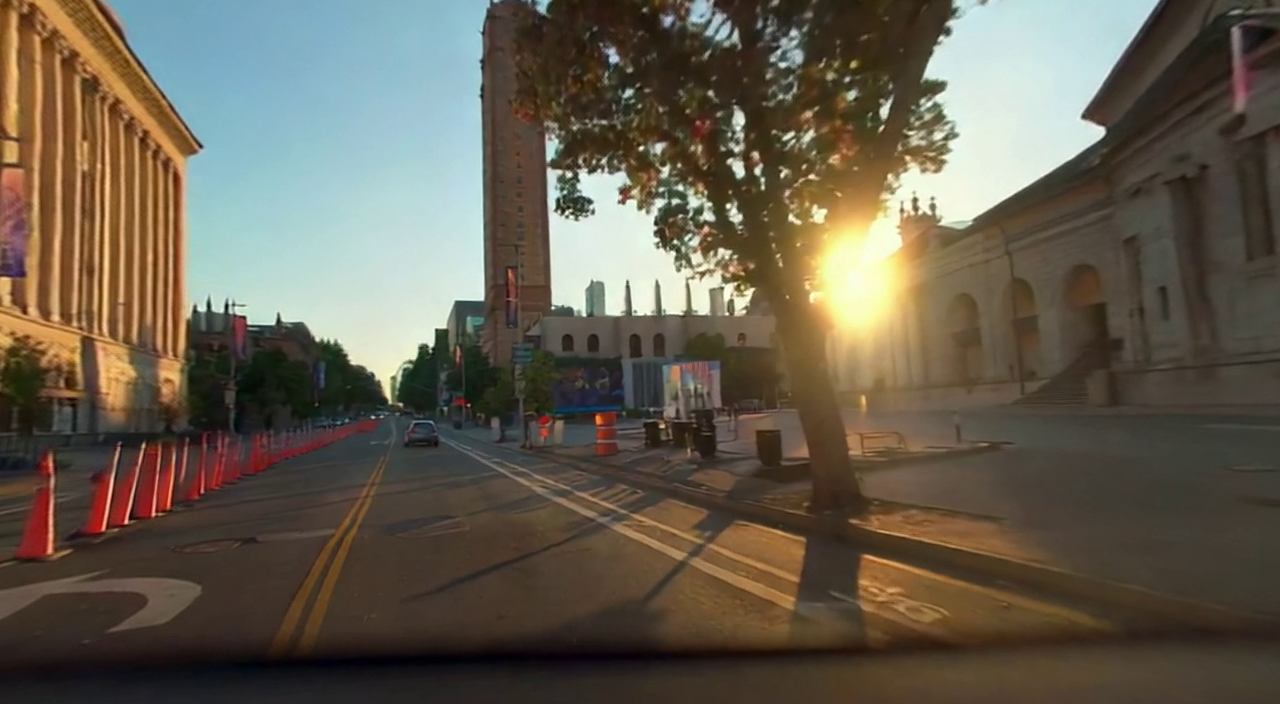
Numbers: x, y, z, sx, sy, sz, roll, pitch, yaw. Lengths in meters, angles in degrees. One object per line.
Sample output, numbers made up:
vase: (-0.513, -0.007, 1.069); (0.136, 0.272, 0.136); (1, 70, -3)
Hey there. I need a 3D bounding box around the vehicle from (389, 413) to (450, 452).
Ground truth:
vehicle: (-9.533, 3.428, 27.017); (2.216, 1.492, 4.725); (2, -8, -22)
